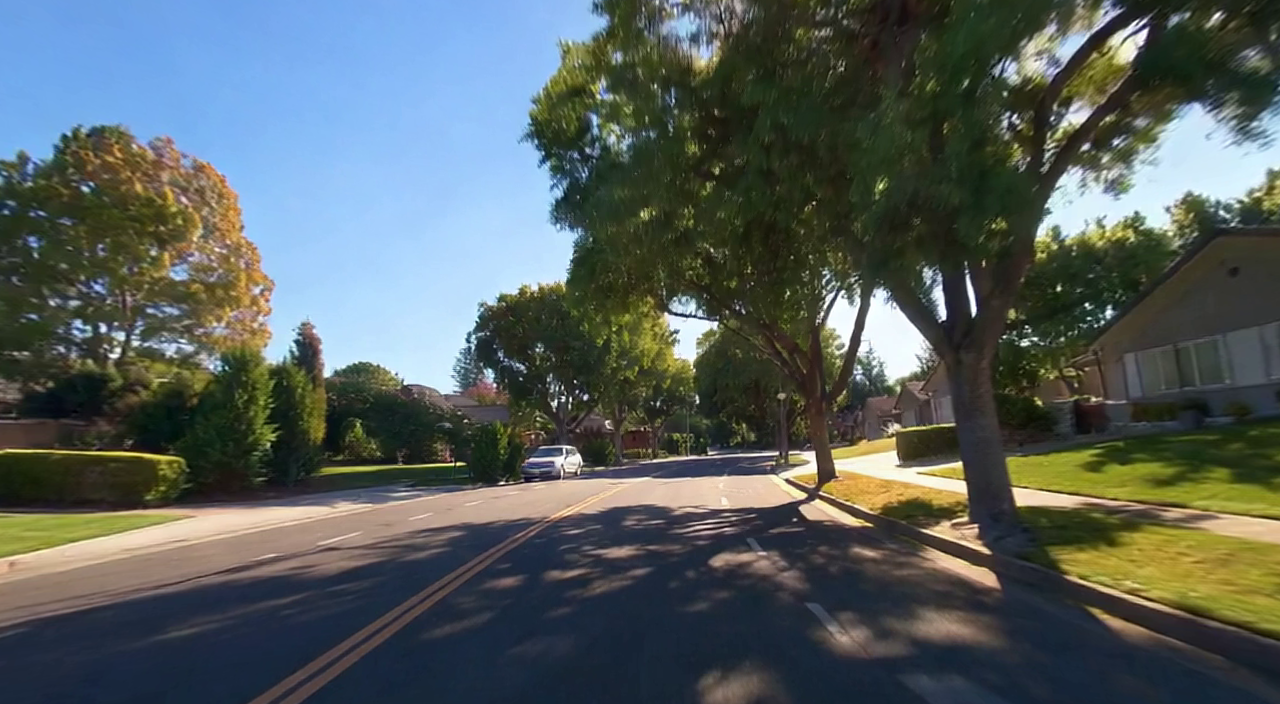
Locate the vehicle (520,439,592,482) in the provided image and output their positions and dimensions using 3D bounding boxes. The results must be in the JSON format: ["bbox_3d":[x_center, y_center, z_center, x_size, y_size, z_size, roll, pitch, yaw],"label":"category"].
[{"bbox_3d":[-3.721,4.906,28.921,2.002,1.601,5.012,-3,-7,7],"label":"vehicle"}]
